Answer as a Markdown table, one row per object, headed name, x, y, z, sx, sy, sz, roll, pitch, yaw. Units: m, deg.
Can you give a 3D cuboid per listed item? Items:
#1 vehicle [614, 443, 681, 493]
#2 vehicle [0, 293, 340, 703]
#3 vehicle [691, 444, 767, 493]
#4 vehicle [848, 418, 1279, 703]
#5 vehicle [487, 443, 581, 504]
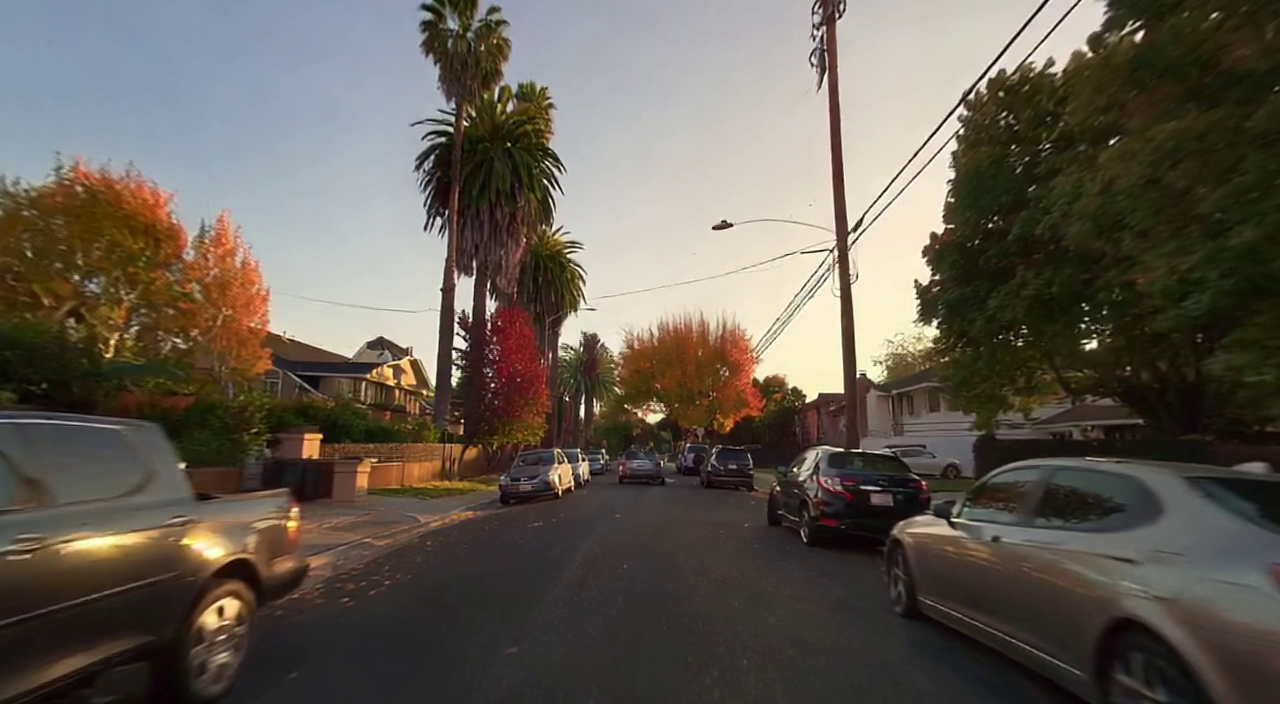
| name | x | y | z | sx | sy | sz | roll | pitch | yaw |
| --- | --- | --- | --- | --- | --- | --- | --- | --- | --- |
| vehicle | 0.248 | 3.805 | 20.979 | 2.010 | 1.499 | 4.107 | 0 | -8 | 1 |
| vehicle | -3.046 | 0.733 | 1.954 | 2.044 | 1.797 | 4.650 | -1 | -10 | -2 |
| vehicle | 3.079 | 4.114 | 22.618 | 1.967 | 1.563 | 4.237 | 0 | -8 | -2 |
| vehicle | 2.893 | 1.211 | 3.583 | 1.869 | 1.505 | 4.397 | 0 | -8 | 0 |
| vehicle | -2.917 | 3.441 | 18.306 | 1.877 | 1.521 | 4.348 | 0 | -8 | 2 |
